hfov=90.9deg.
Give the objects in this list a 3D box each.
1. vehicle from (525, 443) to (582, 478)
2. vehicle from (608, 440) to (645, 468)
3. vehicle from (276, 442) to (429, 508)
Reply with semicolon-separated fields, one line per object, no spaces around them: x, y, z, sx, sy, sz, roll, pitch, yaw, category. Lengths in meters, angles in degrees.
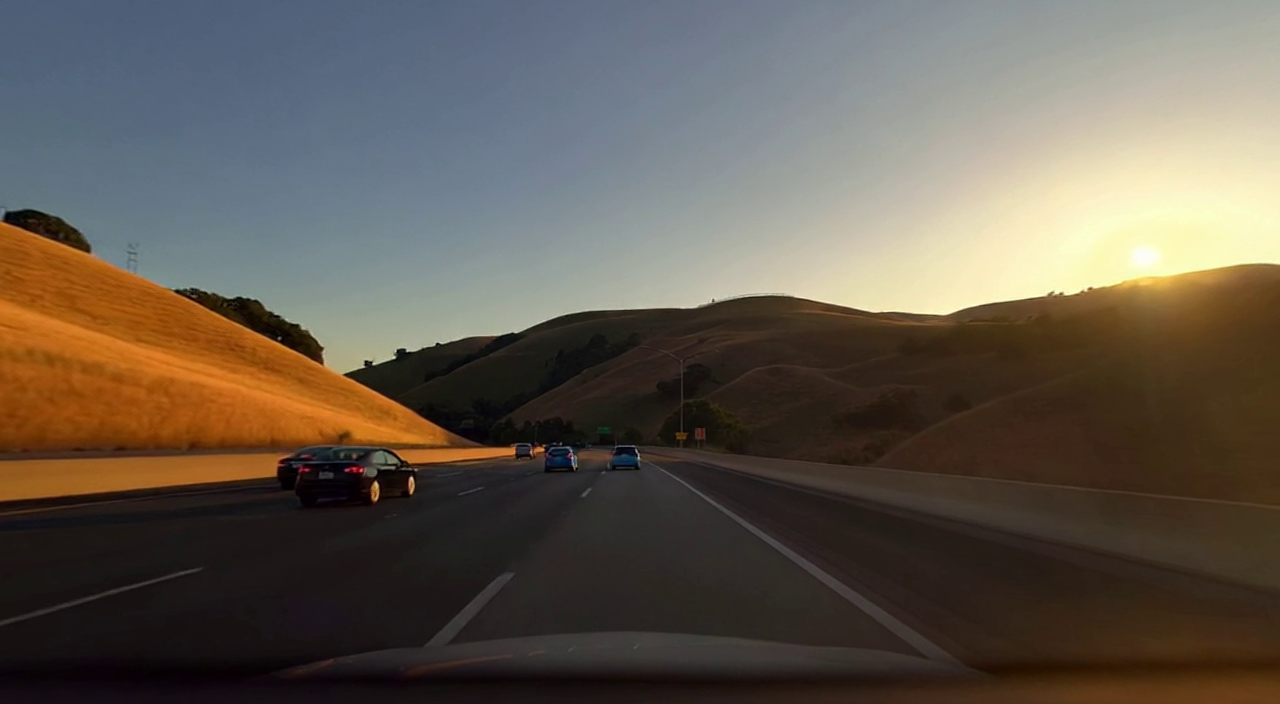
-4.012;5.072;29.964;2.144;1.505;4.649;0;-8;-1;vehicle
-0.900;6.528;40.468;2.225;1.674;4.044;0;-8;-2;vehicle
-7.106;3.044;16.182;1.991;1.441;4.265;0;-8;-1;vehicle
